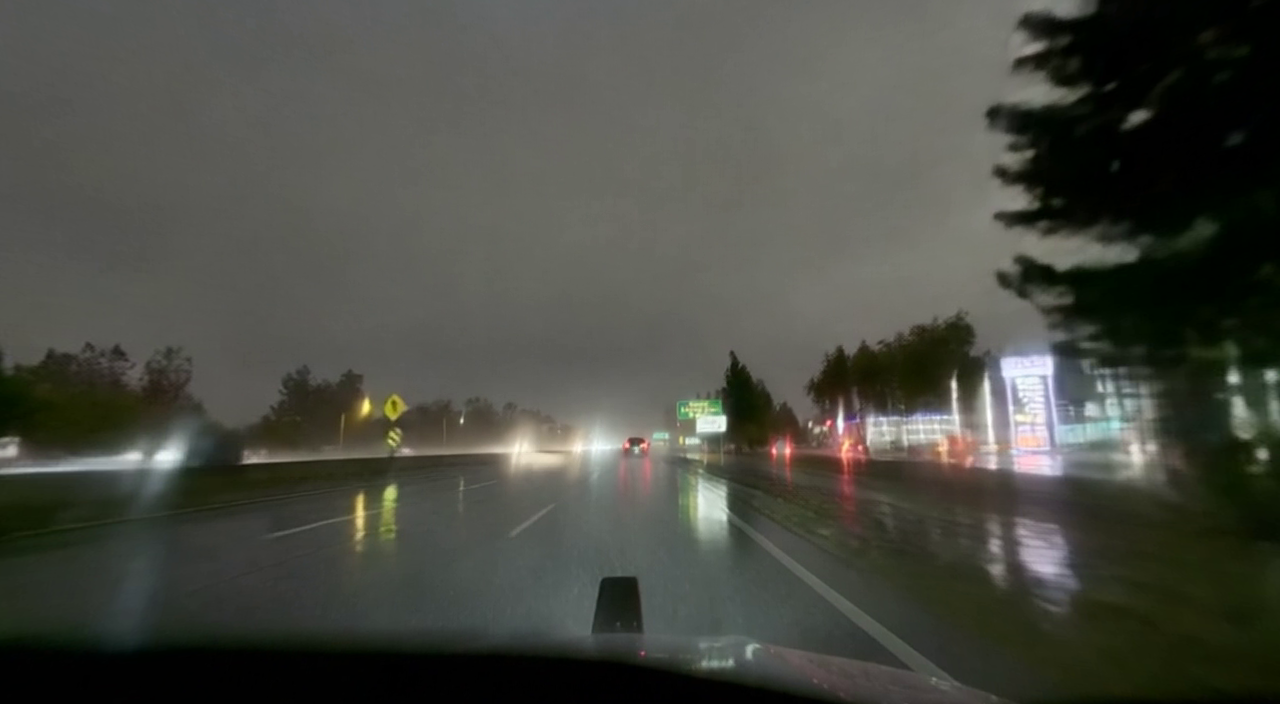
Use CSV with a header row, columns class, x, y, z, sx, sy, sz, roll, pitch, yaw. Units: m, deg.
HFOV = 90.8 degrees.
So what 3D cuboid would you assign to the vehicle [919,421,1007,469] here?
class,x,y,z,sx,sy,sz,roll,pitch,yaw
vehicle,24.725,7.193,48.914,3.065,3.244,7.356,-2,-9,2
